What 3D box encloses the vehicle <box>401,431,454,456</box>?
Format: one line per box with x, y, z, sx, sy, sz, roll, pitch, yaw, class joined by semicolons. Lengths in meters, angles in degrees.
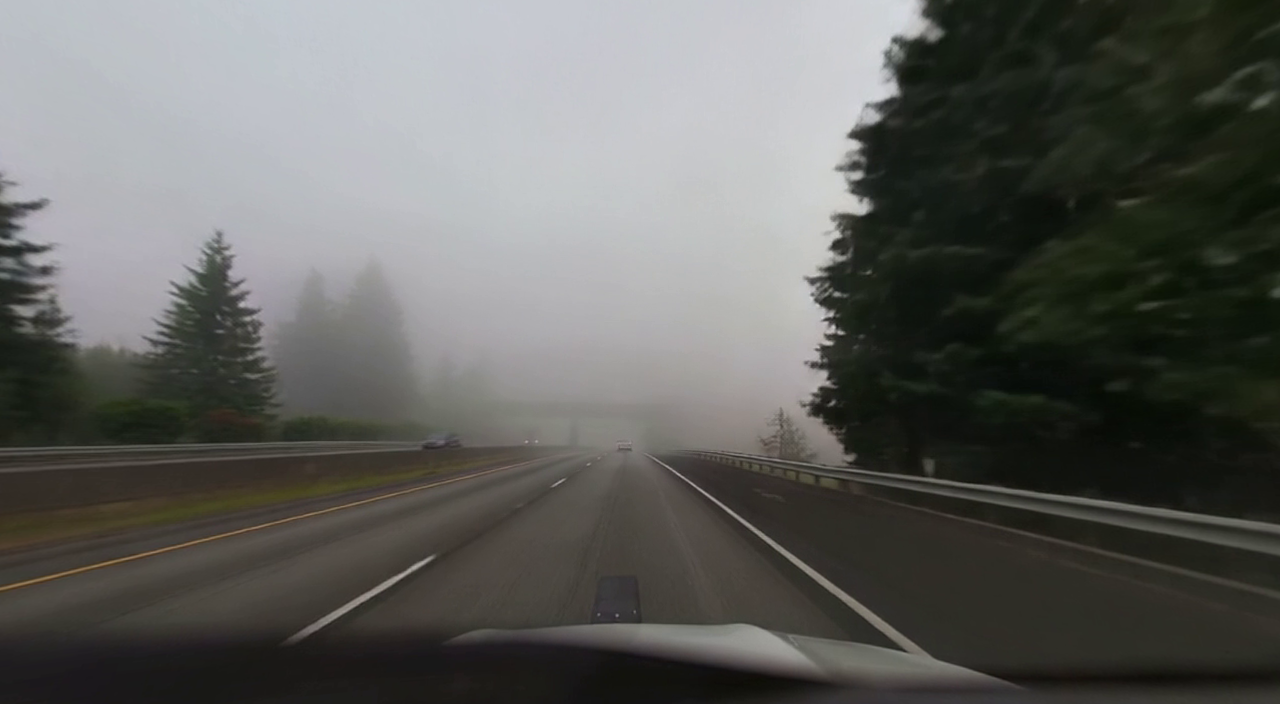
-13.683;5.948;40.863;1.919;1.481;4.525;0;-8;-1;vehicle
